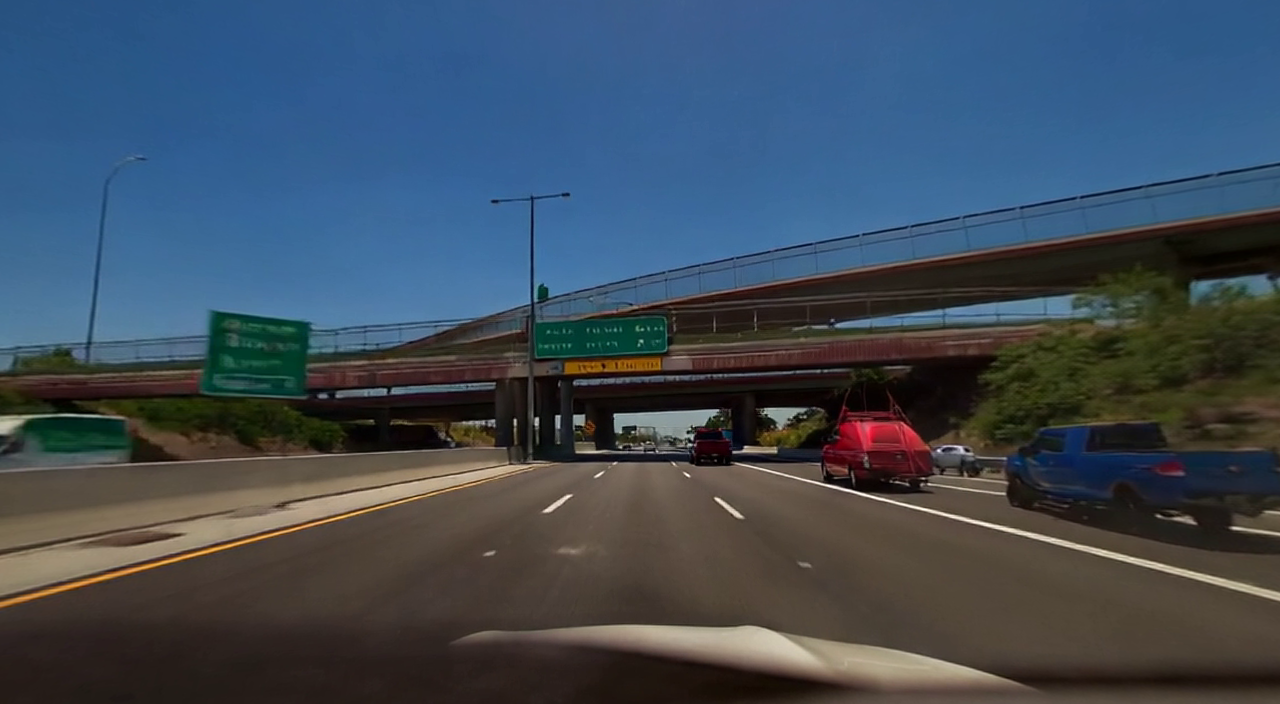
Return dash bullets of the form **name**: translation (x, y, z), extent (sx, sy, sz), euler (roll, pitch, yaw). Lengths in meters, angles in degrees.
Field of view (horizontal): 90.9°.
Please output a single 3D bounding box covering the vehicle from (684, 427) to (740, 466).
- **vehicle**: translation (4.021, 5.426, 36.171), extent (2.505, 2.020, 5.532), euler (0, -8, 0)
